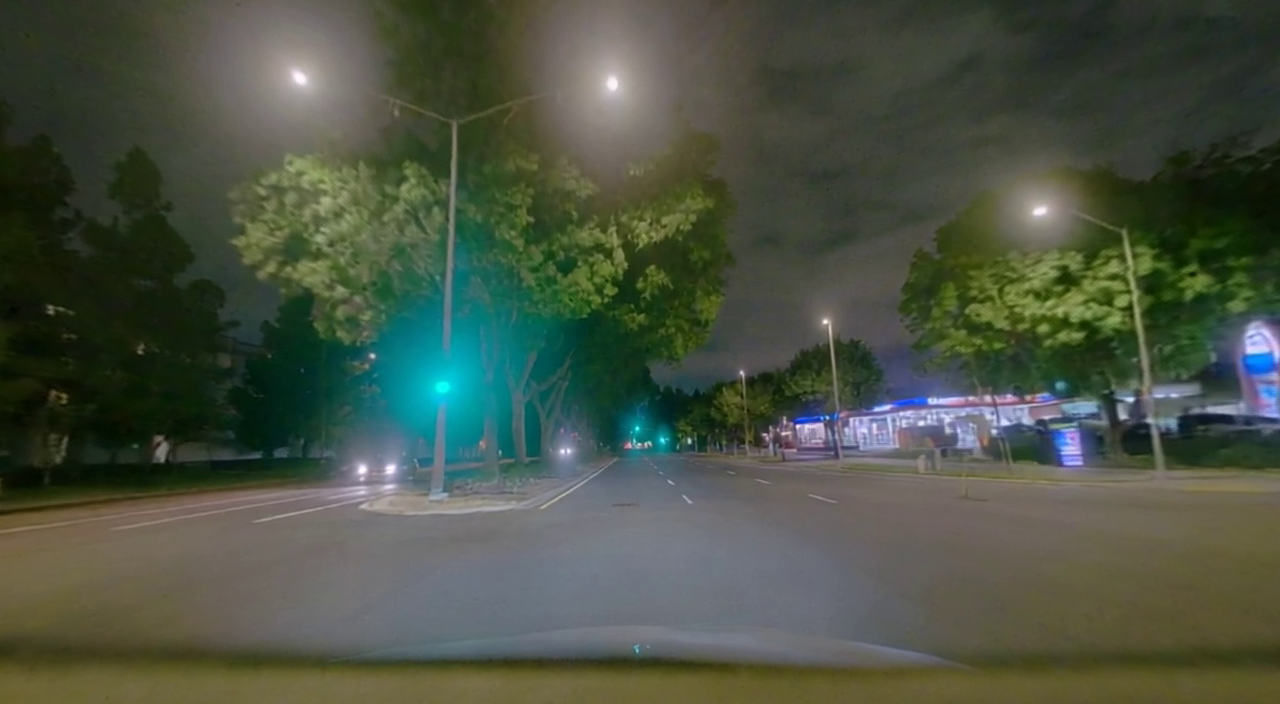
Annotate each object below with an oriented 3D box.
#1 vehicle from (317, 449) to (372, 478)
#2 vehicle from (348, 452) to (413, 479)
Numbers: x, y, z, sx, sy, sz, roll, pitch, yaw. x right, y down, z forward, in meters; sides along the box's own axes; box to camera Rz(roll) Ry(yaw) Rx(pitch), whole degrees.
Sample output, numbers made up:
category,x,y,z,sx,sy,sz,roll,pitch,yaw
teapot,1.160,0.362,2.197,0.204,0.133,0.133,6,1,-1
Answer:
category,x,y,z,sx,sy,sz,roll,pitch,yaw
vehicle,-22.439,8.475,48.249,2.076,1.927,4.749,-2,-8,-2
vehicle,-16.066,7.011,39.429,1.971,1.492,4.878,0,-8,0
